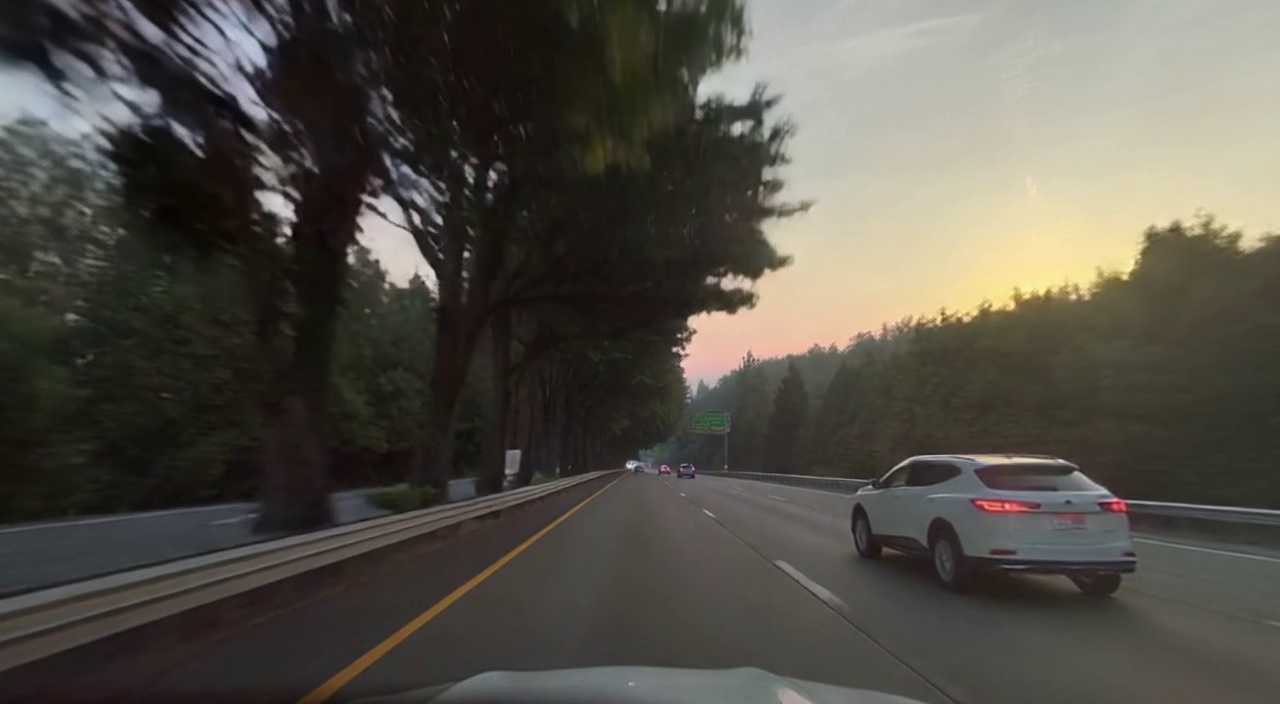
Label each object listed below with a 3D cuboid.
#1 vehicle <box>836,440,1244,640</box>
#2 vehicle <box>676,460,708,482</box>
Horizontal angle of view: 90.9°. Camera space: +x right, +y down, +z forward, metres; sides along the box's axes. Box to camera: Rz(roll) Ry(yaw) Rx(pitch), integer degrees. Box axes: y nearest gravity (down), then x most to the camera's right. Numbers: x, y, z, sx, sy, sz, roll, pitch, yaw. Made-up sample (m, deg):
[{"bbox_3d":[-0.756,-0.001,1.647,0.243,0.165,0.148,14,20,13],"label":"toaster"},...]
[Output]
[{"bbox_3d":[3.703,1.812,6.889,1.825,1.494,3.959,1,-10,0],"label":"vehicle"},{"bbox_3d":[3.943,9.136,48.329,2.156,1.569,3.821,1,-10,-1],"label":"vehicle"}]
